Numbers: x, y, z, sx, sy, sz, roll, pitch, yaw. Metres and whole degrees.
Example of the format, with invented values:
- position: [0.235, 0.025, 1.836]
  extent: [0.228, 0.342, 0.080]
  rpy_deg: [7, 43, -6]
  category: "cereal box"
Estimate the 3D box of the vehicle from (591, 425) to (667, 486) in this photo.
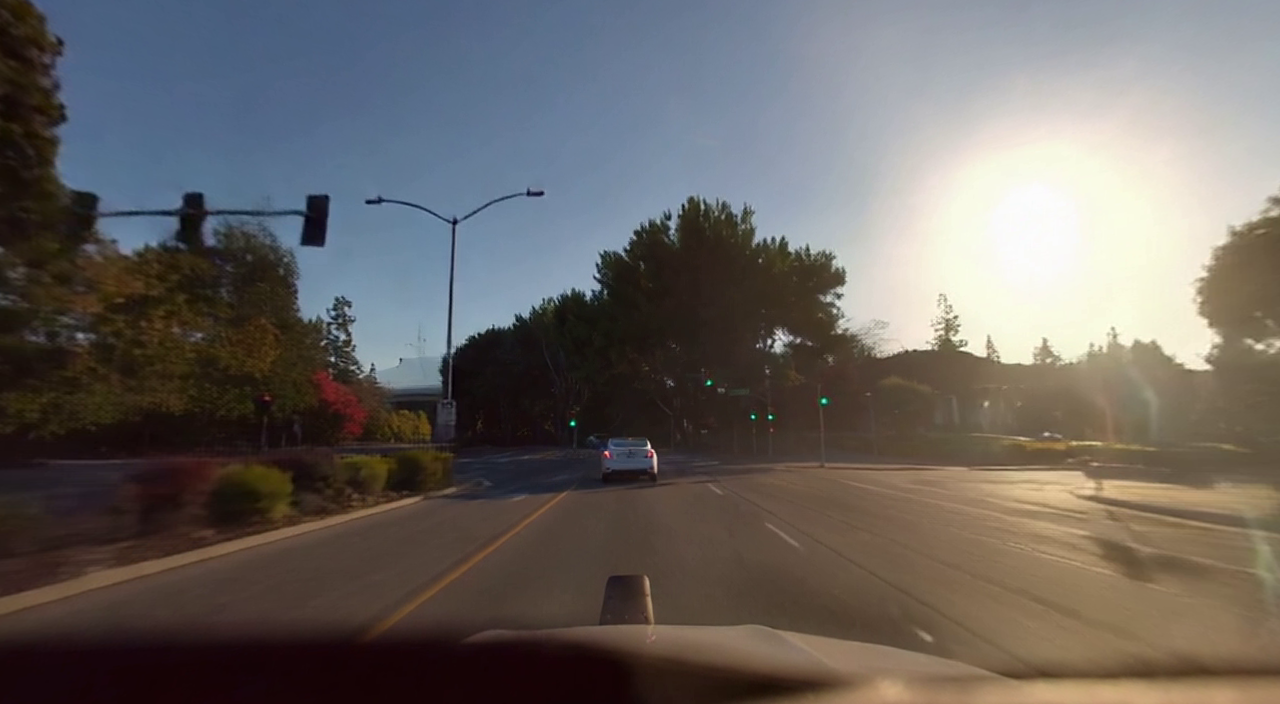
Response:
- position: [-0.336, 3.297, 20.353]
  extent: [2.192, 1.734, 4.176]
  rpy_deg: [0, -8, 0]
  category: "vehicle"
